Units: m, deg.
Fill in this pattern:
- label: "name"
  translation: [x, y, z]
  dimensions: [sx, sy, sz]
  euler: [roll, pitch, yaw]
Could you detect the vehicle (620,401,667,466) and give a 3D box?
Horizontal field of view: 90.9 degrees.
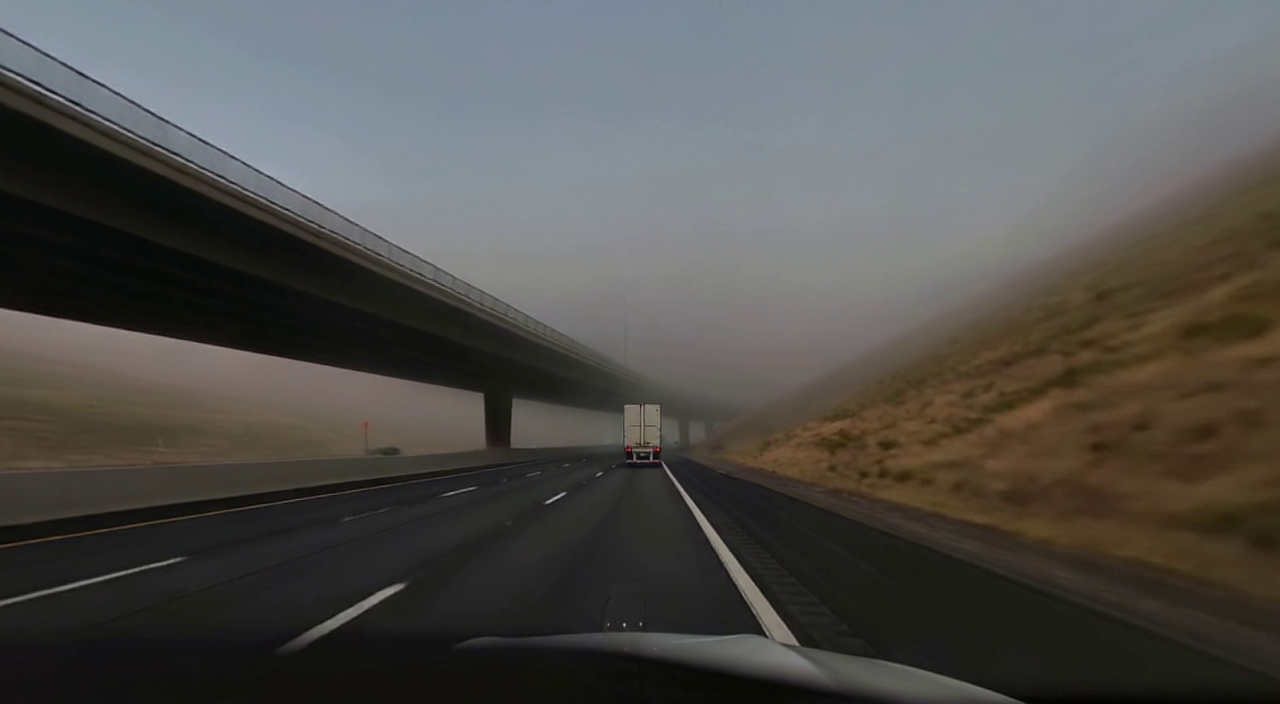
- label: "vehicle"
  translation: [0.163, 5.839, 44.451]
  dimensions: [2.866, 4.014, 11.261]
  euler: [0, -8, 0]
